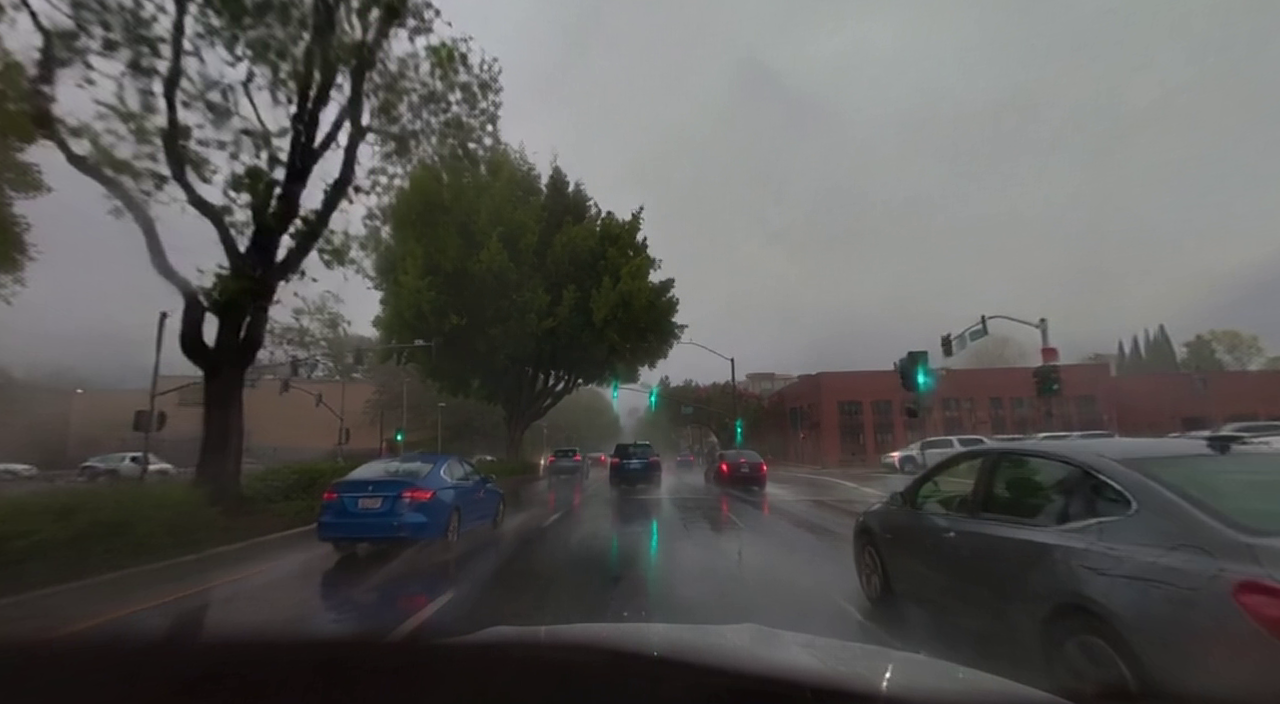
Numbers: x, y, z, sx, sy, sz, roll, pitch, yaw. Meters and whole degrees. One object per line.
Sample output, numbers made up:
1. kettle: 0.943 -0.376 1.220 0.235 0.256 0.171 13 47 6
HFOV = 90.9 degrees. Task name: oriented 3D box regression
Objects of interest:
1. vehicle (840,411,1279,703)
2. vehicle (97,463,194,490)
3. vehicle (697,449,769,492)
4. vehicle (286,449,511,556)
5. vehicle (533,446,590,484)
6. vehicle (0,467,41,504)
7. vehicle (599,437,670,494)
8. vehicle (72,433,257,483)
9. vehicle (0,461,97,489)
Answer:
1. vehicle: 3.032 1.234 3.982 2.052 1.475 4.540 0 -9 0
2. vehicle: -29.944 7.520 38.211 4.488 1.445 2.098 -2 -9 12
3. vehicle: 3.471 4.498 24.333 2.058 1.472 4.317 0 -9 -1
4. vehicle: -3.592 2.294 10.323 2.115 1.369 3.908 0 -9 0
5. vehicle: -3.584 5.229 29.561 2.130 1.645 3.995 0 -9 1
6. vehicle: -29.212 6.142 29.232 1.921 1.452 4.549 8 -12 -43
7. vehicle: -0.198 4.124 23.300 2.361 1.898 4.465 0 -9 0
8. vehicle: -34.935 7.707 46.384 12.467 3.385 3.314 -2 -9 13
9. vehicle: -37.183 7.711 39.622 4.625 1.618 2.035 -2 -9 12
